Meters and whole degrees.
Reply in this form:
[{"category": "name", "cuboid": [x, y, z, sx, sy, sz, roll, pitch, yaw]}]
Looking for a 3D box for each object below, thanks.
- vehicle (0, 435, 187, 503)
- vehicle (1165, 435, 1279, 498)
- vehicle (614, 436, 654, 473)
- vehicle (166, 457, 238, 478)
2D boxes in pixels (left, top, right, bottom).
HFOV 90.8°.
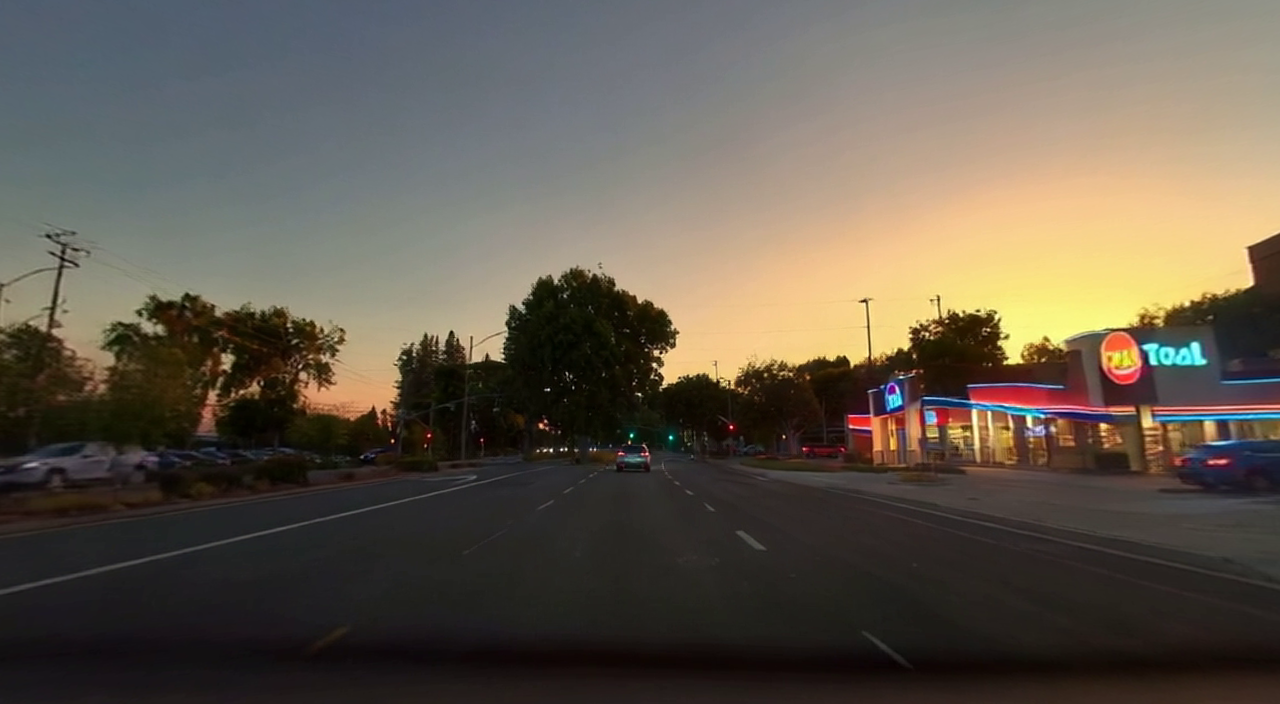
[{"category": "vehicle", "cuboid": [-19.973, 4.091, 22.823, 2.492, 2.083, 6.312, 0, -8, 0]}, {"category": "vehicle", "cuboid": [16.210, 2.874, 16.083, 4.026, 1.463, 1.826, -1, -10, -2]}, {"category": "vehicle", "cuboid": [-0.319, 5.807, 35.965, 2.096, 1.961, 4.259, 0, -8, 0]}, {"category": "vehicle", "cuboid": [-32.185, 8.500, 46.517, 3.791, 1.473, 1.942, 0, -8, -2]}]
